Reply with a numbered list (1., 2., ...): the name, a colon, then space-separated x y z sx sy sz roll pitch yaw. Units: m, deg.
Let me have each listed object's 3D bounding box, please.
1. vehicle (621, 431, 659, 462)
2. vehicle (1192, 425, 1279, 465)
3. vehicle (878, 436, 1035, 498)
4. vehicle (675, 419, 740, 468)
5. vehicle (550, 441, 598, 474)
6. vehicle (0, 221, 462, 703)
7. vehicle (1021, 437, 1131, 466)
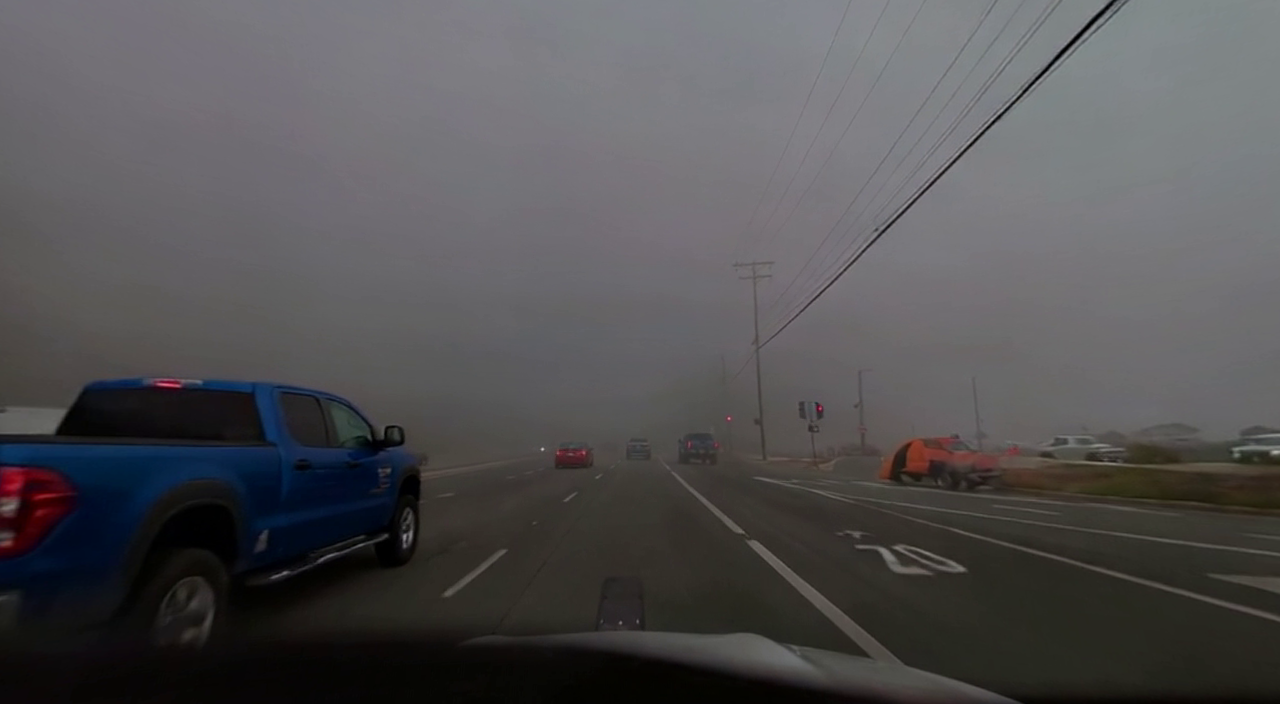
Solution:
1. vehicle: 0.004 7.041 47.084 2.643 2.145 5.585 0 -8 0
2. vehicle: 27.867 4.138 28.022 2.012 1.701 4.524 5 -10 -32
3. vehicle: 9.369 3.407 19.192 2.010 1.633 4.246 1 -9 -11
4. vehicle: 4.012 5.695 39.258 2.905 2.636 6.895 -2 -9 -2
5. vehicle: -3.169 5.171 31.209 1.939 1.494 4.499 0 -8 0
6. vehicle: -3.620 1.009 5.371 2.402 2.194 6.051 0 -8 0
7. vehicle: 23.357 5.384 34.101 1.973 1.436 4.626 2 -9 -15
